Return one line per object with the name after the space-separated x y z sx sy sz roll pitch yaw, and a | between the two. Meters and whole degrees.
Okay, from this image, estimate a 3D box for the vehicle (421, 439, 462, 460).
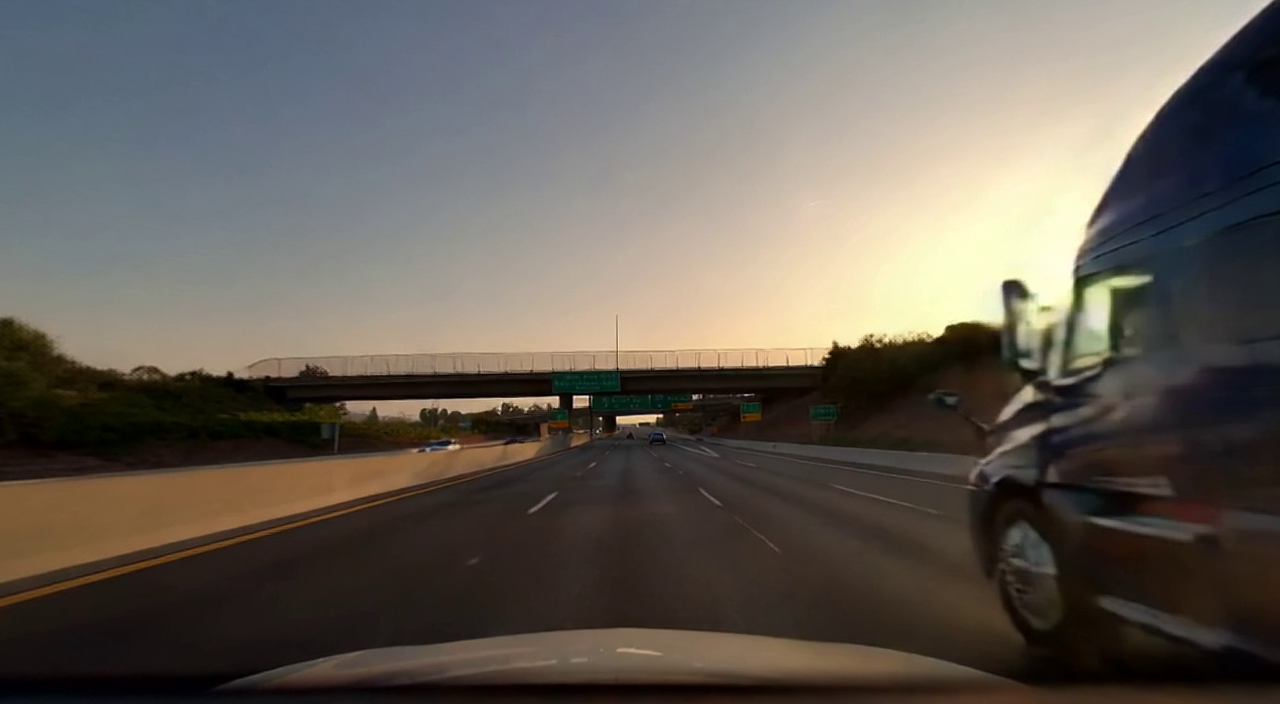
-15.561 7.657 49.398 1.900 1.538 4.026 0 -8 0 | vehicle
